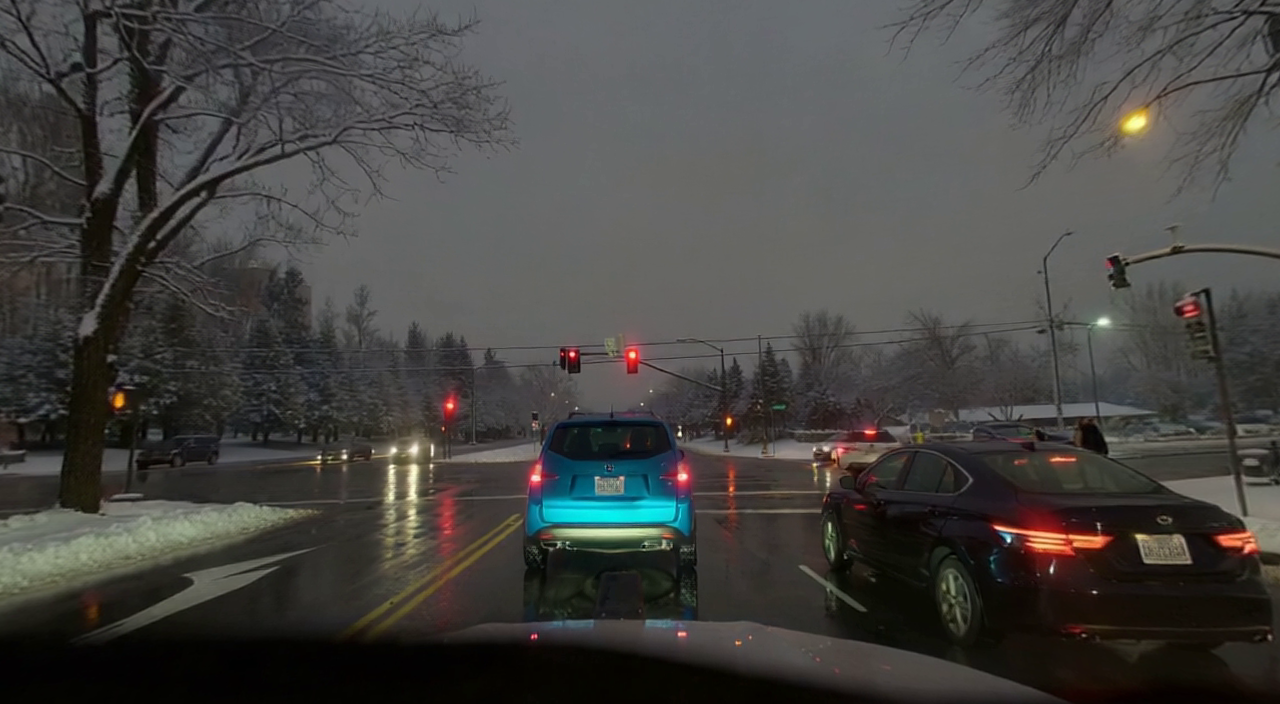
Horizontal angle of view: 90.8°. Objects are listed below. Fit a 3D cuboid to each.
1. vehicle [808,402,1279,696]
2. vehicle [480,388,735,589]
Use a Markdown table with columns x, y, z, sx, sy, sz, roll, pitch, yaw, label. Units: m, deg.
| x | y | z | sx | sy | sz | roll | pitch | yaw | label |
| --- | --- | --- | --- | --- | --- | --- | --- | --- | --- |
| 3.164 | 1.400 | 5.762 | 1.932 | 1.562 | 4.629 | 0 | -9 | -1 | vehicle |
| -0.343 | 1.522 | 7.783 | 2.247 | 1.760 | 4.231 | 0 | -9 | -2 | vehicle |
